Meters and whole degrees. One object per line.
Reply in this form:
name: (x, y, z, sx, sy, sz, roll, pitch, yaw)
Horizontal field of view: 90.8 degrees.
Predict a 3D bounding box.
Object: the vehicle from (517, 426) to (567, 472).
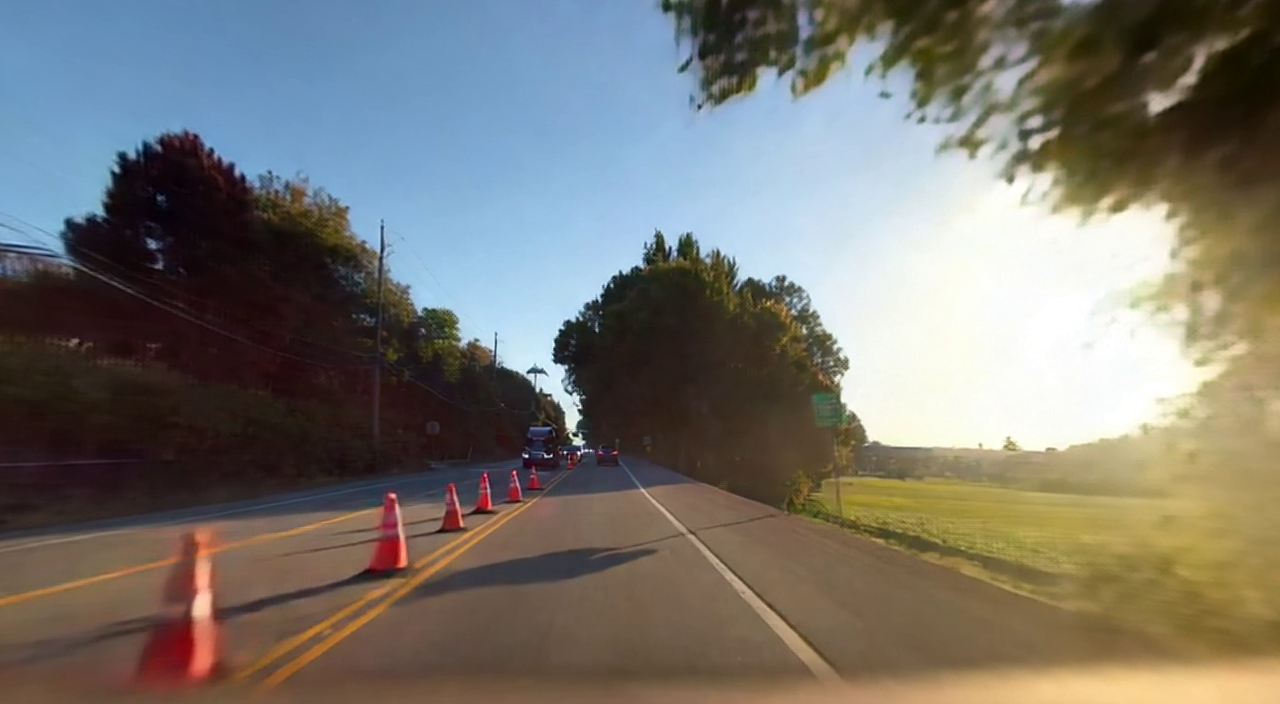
vehicle: (-5.636, 5.636, 36.837, 2.380, 2.488, 4.028, 2, -8, -3)
